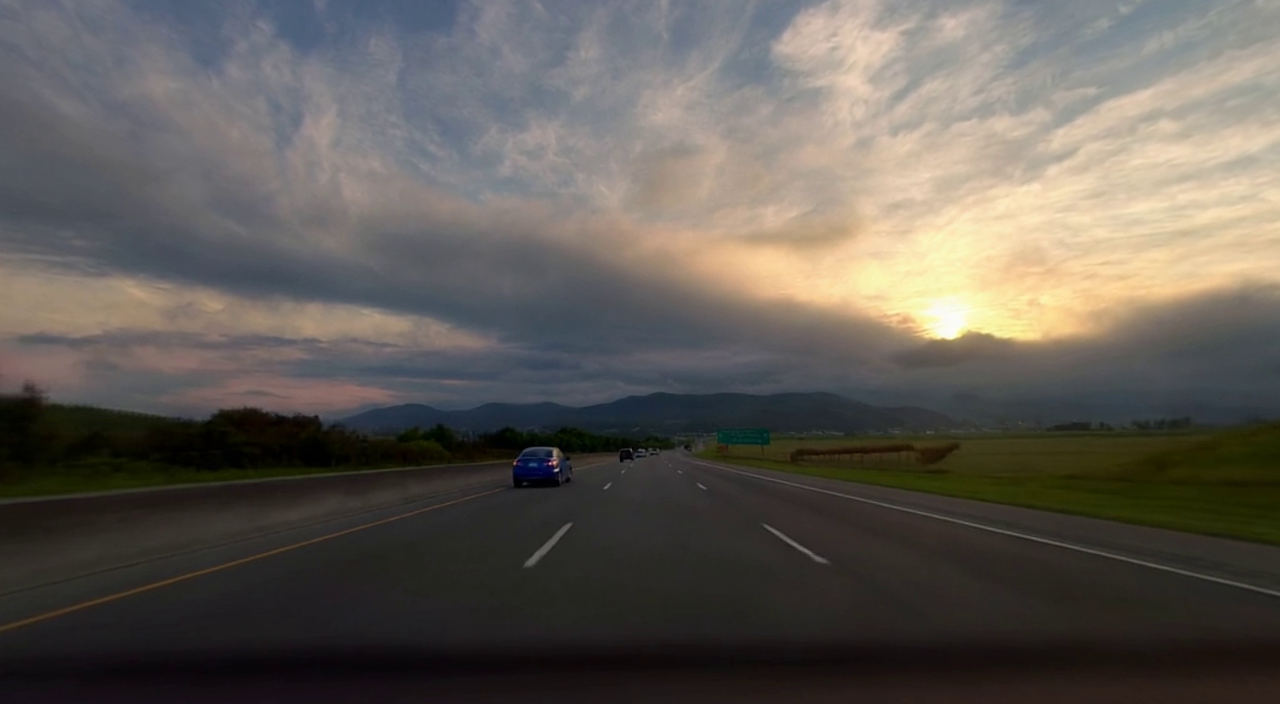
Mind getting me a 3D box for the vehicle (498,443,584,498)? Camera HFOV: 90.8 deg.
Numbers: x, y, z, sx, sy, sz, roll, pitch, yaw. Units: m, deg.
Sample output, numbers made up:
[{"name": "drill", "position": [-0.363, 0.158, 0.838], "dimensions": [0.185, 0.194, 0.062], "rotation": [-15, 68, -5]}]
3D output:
[{"name": "vehicle", "position": [-2.994, 3.684, 20.019], "dimensions": [1.945, 1.537, 4.294], "rotation": [0, -9, 1]}]
